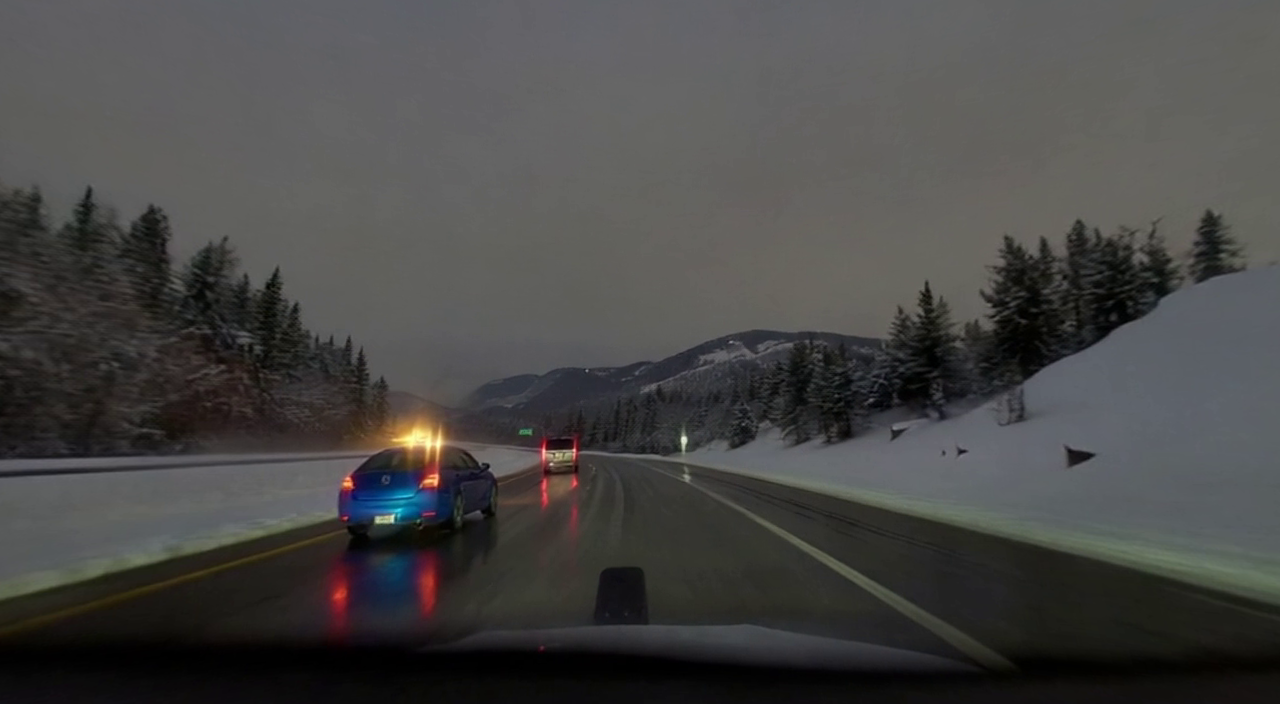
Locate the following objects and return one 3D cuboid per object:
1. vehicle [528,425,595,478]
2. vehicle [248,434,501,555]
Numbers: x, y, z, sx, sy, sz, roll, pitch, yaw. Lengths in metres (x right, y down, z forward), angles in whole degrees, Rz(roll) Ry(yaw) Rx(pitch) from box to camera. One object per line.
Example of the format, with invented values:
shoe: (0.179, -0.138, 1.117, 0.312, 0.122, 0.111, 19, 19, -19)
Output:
vehicle: (-3.471, 4.604, 29.283, 2.444, 2.204, 5.568, 0, -9, -1)
vehicle: (-3.887, 2.154, 10.354, 2.097, 1.511, 4.585, 0, -8, 1)
